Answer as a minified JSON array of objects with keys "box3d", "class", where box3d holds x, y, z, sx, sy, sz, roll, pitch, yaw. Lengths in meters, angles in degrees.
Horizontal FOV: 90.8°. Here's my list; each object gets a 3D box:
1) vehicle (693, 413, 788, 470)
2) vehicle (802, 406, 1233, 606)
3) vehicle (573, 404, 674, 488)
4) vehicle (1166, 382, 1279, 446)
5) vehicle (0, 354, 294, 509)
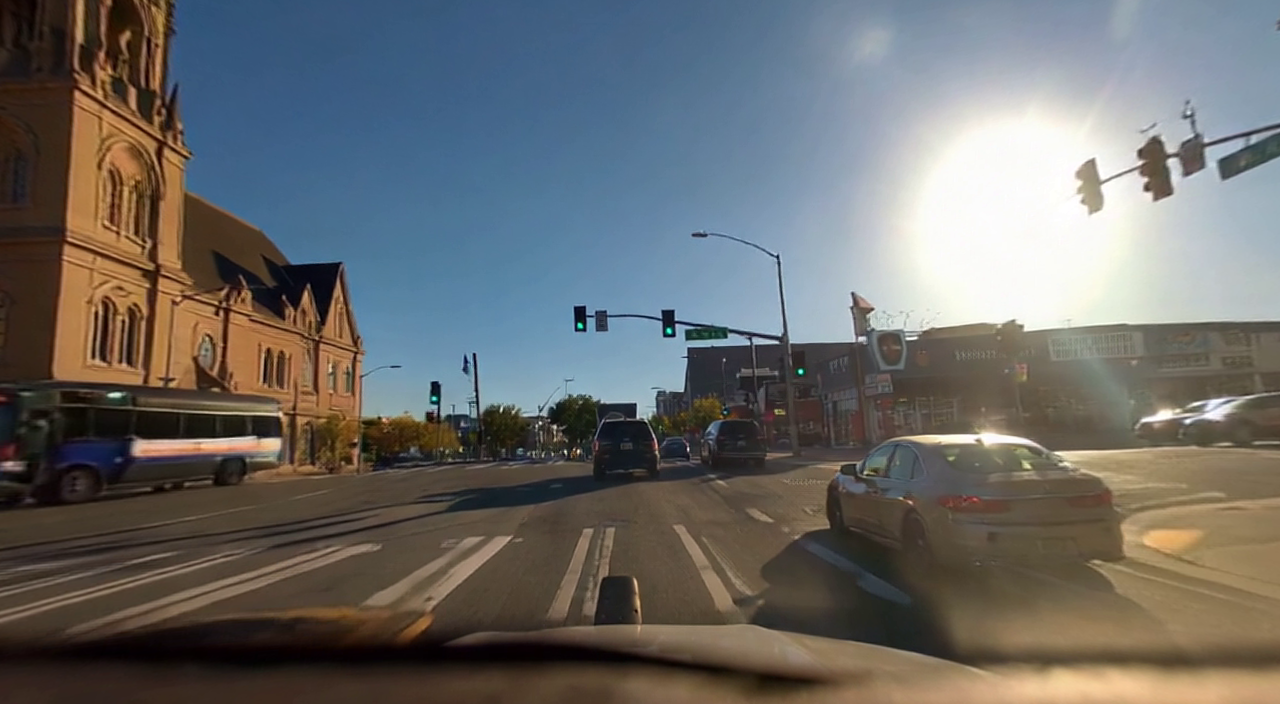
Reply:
[{"box3d":[2.824,2.644,18.719,1.890,1.491,4.166,0,-8,-4],"class":"vehicle"},{"box3d":[3.426,1.471,7.023,1.883,1.472,4.471,0,-8,-2],"class":"vehicle"},{"box3d":[-0.488,2.323,15.711,2.168,1.776,4.135,0,-8,-4],"class":"vehicle"},{"box3d":[17.052,1.694,16.809,4.255,1.590,1.999,0,-8,0],"class":"vehicle"},{"box3d":[-14.905,2.543,19.791,3.126,3.773,8.662,0,-8,0],"class":"vehicle"}]
